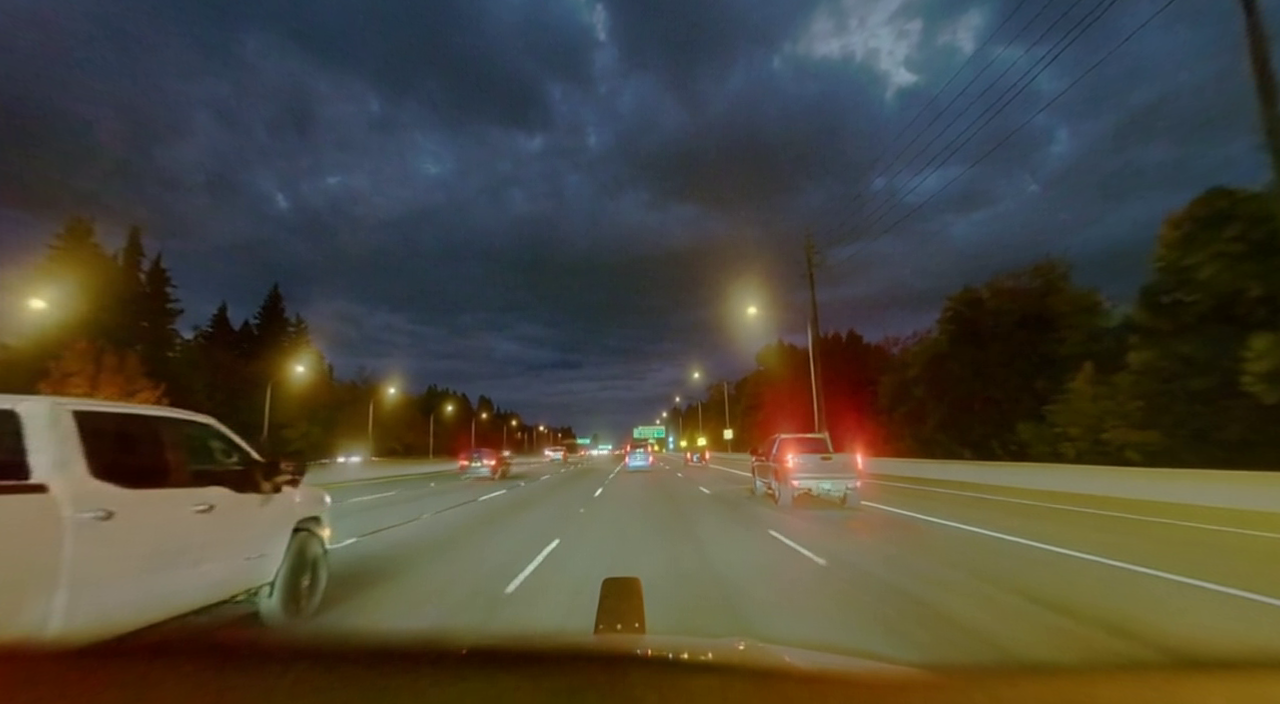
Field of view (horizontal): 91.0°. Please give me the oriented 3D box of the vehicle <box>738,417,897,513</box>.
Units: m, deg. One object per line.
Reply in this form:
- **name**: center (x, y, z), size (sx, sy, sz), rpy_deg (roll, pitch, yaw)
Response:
- **vehicle**: center (4.190, 2.833, 16.194), size (2.388, 1.998, 5.749), rpy_deg (0, -9, 0)

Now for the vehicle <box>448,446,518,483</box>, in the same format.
- **vehicle**: center (-7.047, 5.095, 28.777), size (2.014, 1.526, 4.577), rpy_deg (0, -9, 0)

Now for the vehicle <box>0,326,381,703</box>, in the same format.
- **vehicle**: center (-3.287, 0.940, 2.998), size (2.154, 1.783, 4.476), rpy_deg (0, -9, 0)

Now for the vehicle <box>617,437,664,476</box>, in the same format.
- **vehicle**: center (0.046, 5.650, 34.270), size (2.372, 1.957, 5.121), rpy_deg (0, -9, 0)
